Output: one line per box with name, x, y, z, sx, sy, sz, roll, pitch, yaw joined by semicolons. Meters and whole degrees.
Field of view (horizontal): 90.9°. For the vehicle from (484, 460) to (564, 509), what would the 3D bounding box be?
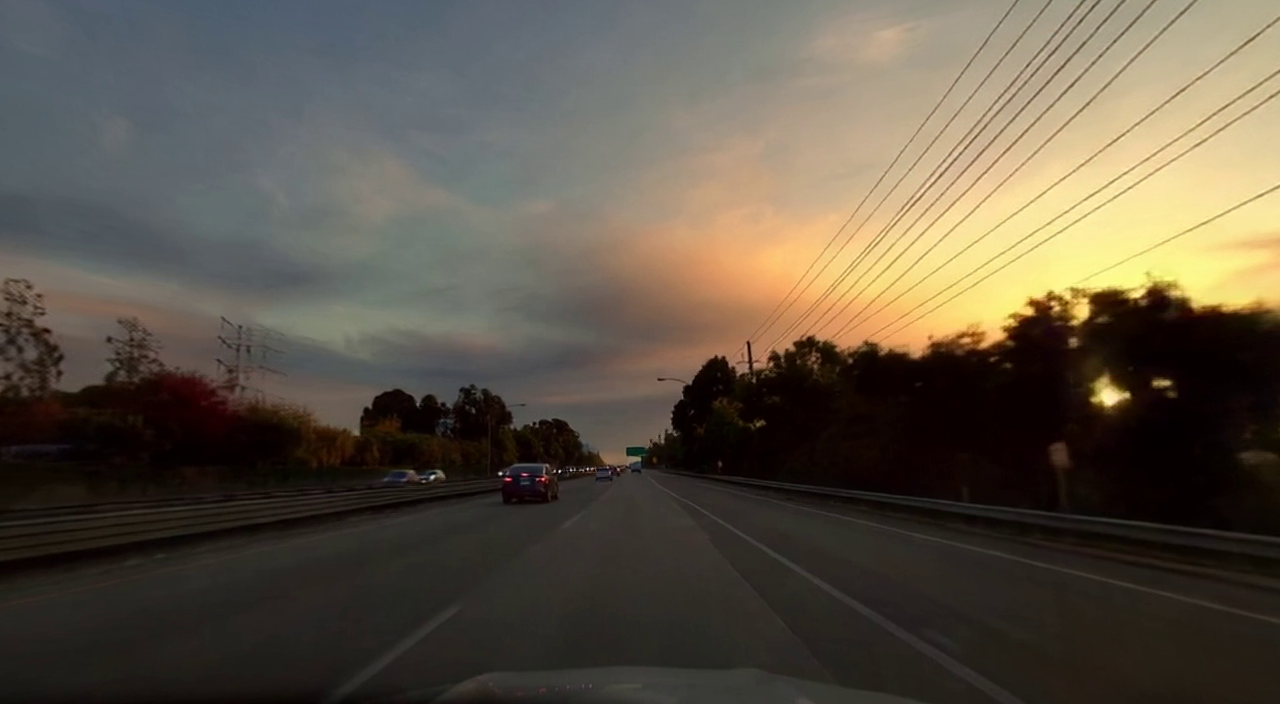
vehicle;-3.927;4.597;22.117;1.963;1.501;4.227;1;-11;0
